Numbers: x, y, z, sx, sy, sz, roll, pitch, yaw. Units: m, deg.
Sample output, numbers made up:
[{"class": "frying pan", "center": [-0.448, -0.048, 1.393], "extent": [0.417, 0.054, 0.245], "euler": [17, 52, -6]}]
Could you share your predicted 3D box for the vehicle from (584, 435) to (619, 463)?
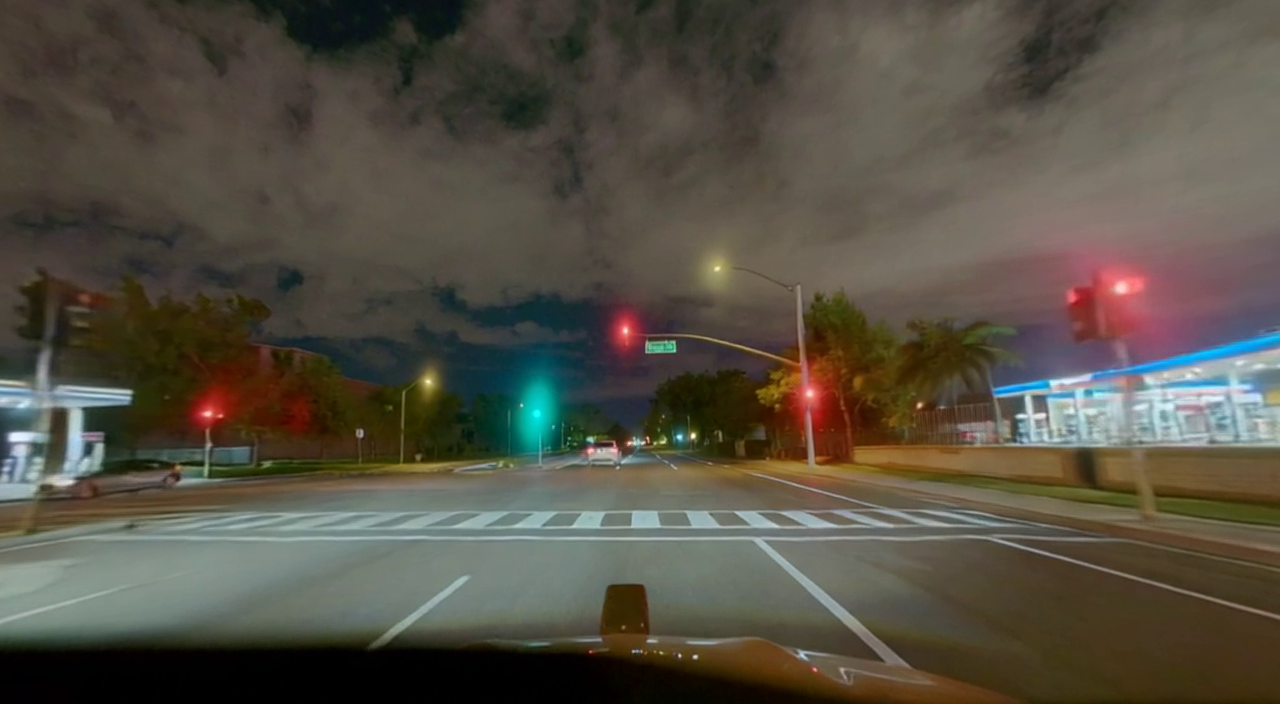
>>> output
[{"class": "vehicle", "center": [-2.477, 6.426, 41.841], "extent": [2.011, 1.756, 4.478], "euler": [0, -8, 0]}]

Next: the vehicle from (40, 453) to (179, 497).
[{"class": "vehicle", "center": [-24.241, 5.572, 28.948], "extent": [1.988, 1.717, 4.403], "euler": [-7, -11, 37]}]
